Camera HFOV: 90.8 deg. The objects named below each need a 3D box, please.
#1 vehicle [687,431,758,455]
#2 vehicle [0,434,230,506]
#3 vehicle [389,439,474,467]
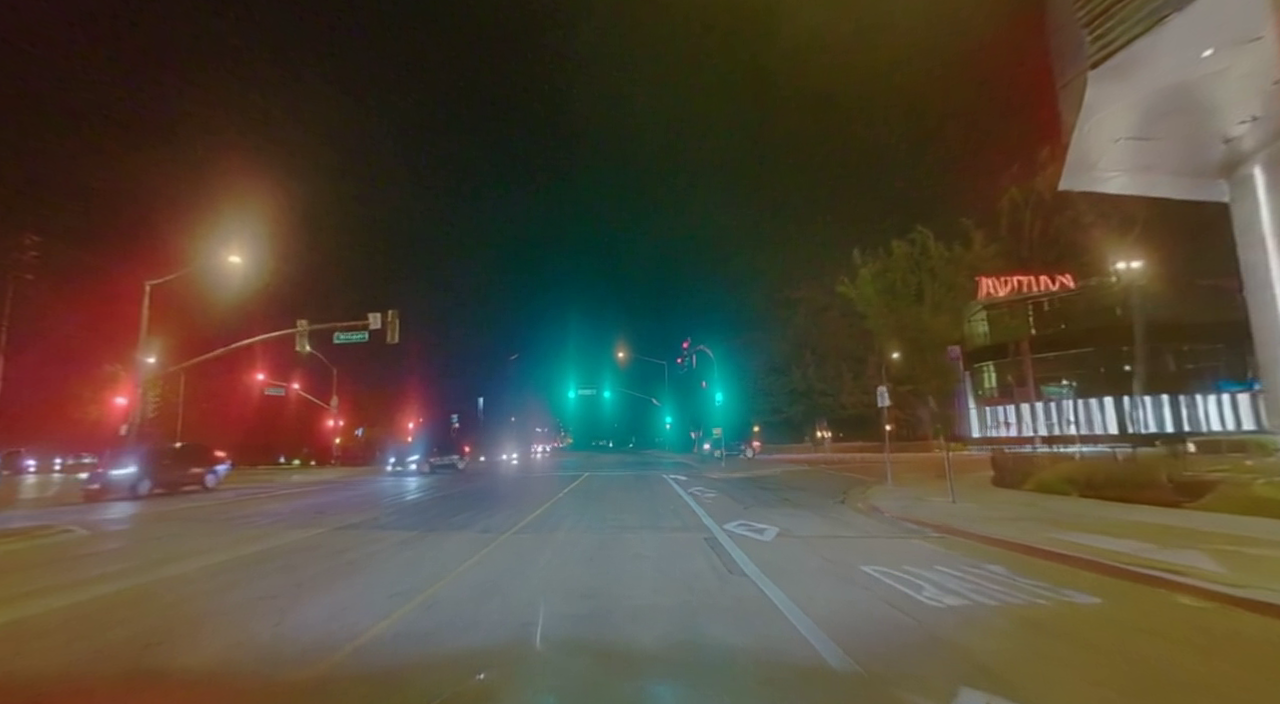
[{"bbox_3d":[5.790,6.360,44.226,4.572,1.599,1.938,4,-9,-24],"label":"vehicle"},{"bbox_3d":[-13.306,2.986,16.432,2.111,1.598,4.359,-1,-9,5],"label":"vehicle"},{"bbox_3d":[-12.321,5.996,37.598,1.912,1.500,4.577,-6,-10,32],"label":"vehicle"}]
